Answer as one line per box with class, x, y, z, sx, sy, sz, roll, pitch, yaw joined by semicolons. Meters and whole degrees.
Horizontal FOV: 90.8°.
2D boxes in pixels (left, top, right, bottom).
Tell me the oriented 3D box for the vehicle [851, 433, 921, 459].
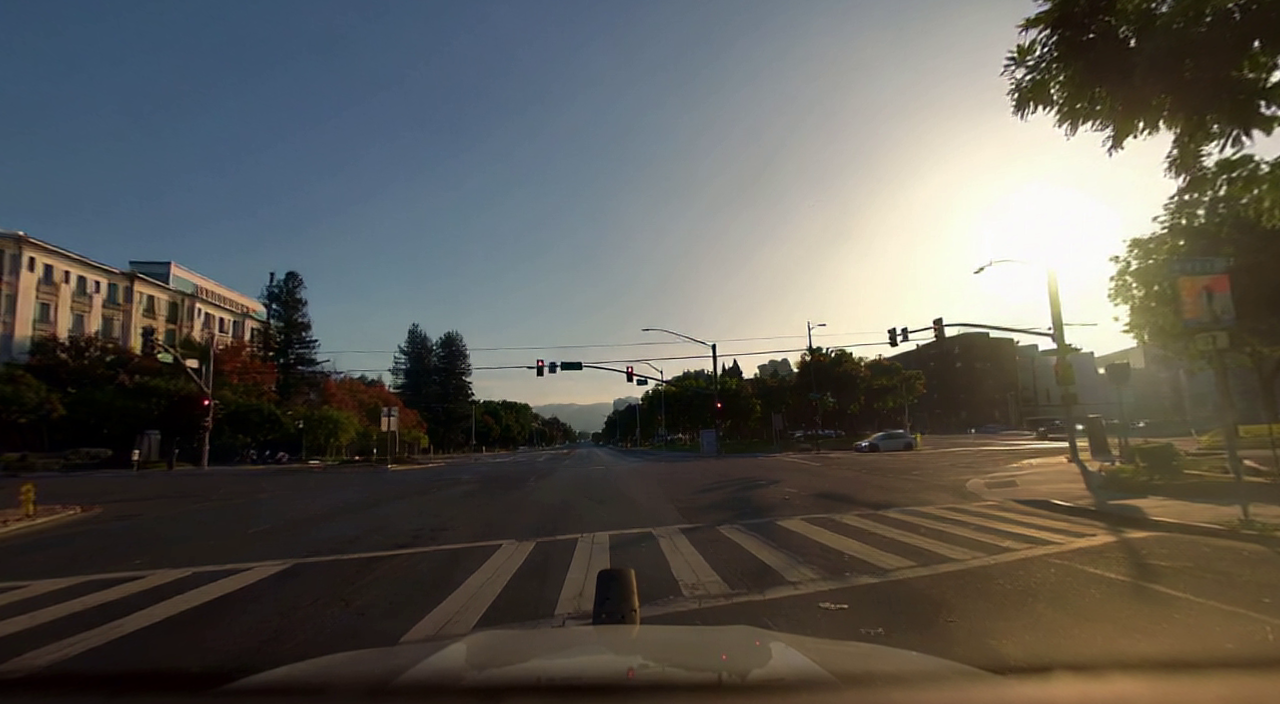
vehicle;17.621;6.738;45.235;4.600;1.783;1.970;4;-10;-26
